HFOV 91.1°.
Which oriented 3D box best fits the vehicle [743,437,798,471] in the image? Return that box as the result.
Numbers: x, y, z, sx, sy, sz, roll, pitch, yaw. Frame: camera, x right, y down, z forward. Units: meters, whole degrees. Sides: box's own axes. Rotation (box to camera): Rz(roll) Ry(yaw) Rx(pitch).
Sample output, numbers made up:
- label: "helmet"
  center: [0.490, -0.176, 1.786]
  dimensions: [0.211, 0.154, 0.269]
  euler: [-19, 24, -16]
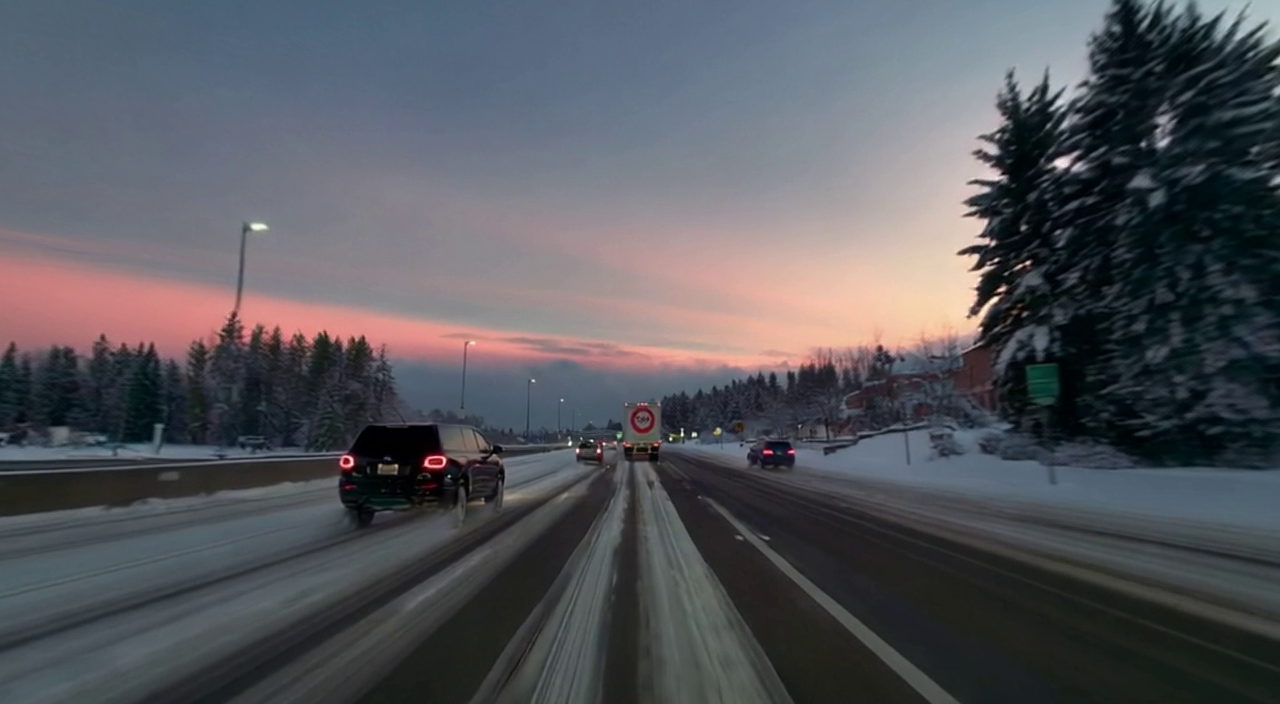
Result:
- label: "vehicle"
  center: [6.826, 5.405, 33.367]
  dimensions: [1.958, 1.681, 4.109]
  euler: [0, -9, -1]

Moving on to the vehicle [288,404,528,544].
- label: "vehicle"
  center: [-3.491, 1.974, 10.779]
  dimensions: [2.178, 1.826, 4.933]
  euler: [0, -9, 1]
